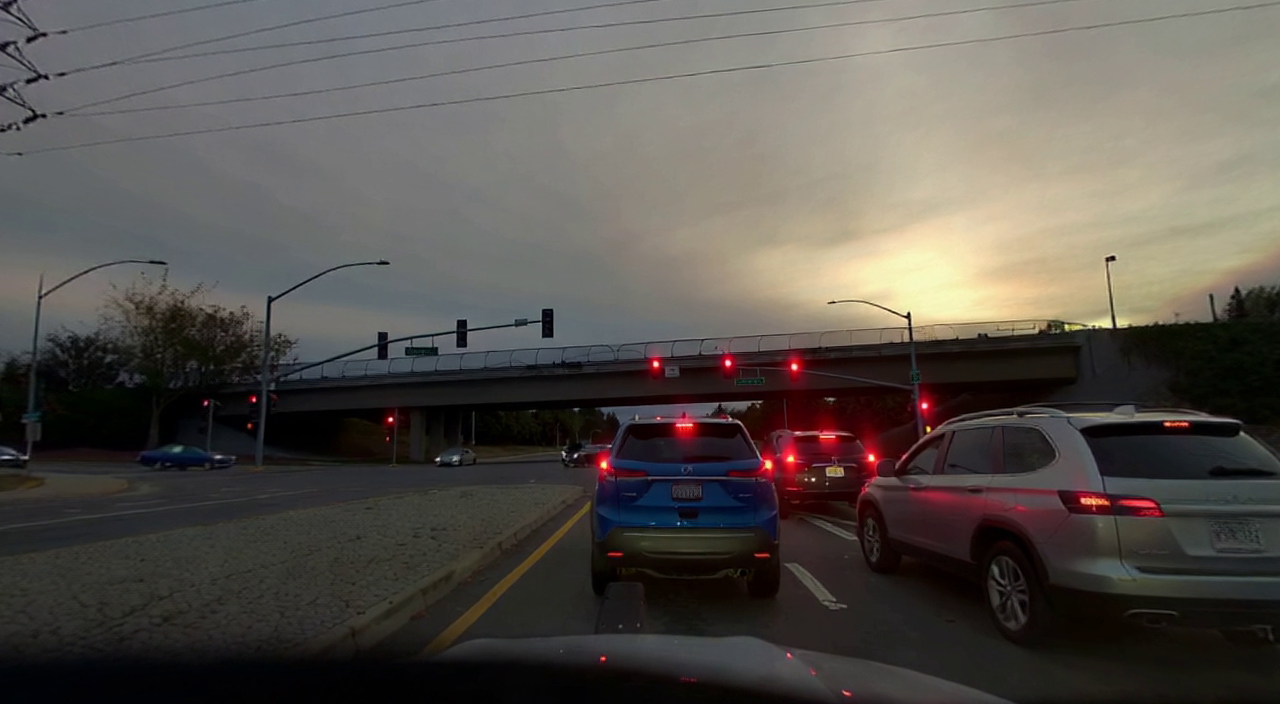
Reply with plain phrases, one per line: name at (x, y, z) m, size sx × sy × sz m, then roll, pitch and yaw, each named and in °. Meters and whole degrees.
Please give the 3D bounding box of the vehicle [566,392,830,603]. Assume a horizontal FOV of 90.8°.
vehicle at (0.443, 1.557, 7.621) m, size 2.240 × 1.778 × 4.335 m, roll 0°, pitch -8°, yaw -1°

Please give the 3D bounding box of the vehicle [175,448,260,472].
vehicle at (-26.500, 6.743, 39.602) m, size 4.647 × 1.453 × 1.881 m, roll -3°, pitch -9°, yaw 19°

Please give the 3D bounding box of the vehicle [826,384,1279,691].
vehicle at (3.401, 1.339, 5.785) m, size 1.990 × 1.649 × 4.625 m, roll 0°, pitch -8°, yaw 0°
